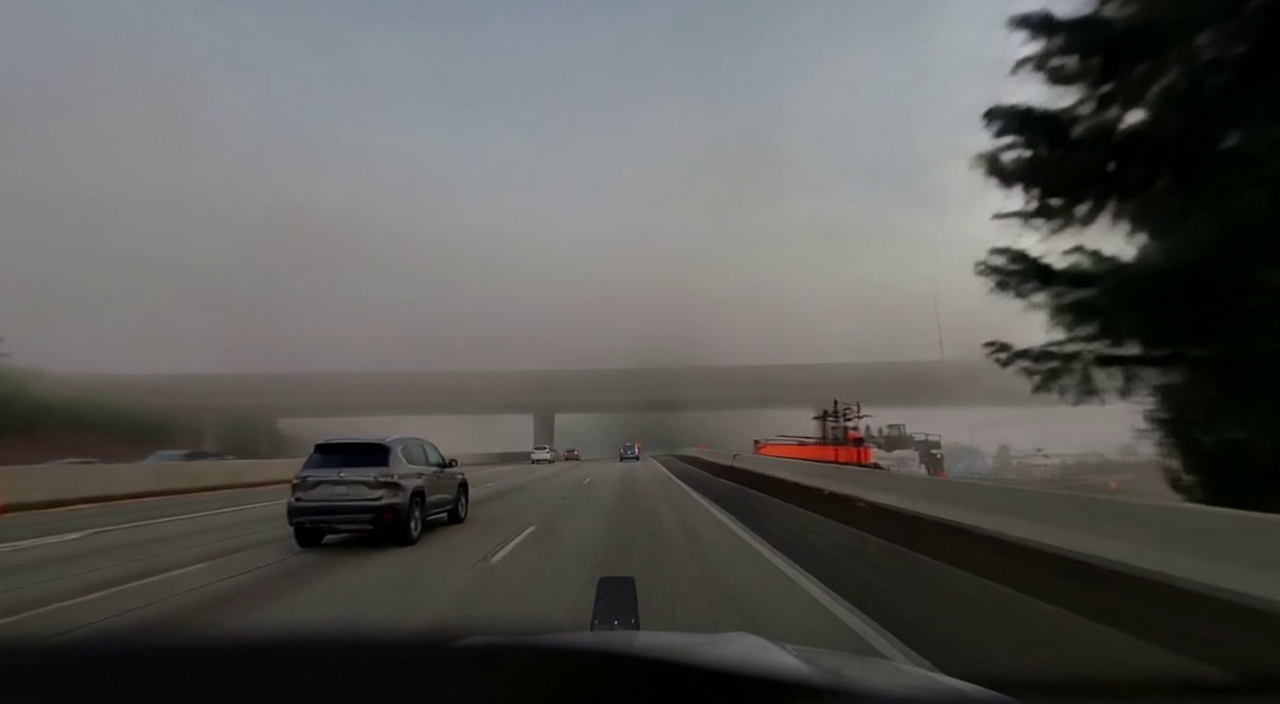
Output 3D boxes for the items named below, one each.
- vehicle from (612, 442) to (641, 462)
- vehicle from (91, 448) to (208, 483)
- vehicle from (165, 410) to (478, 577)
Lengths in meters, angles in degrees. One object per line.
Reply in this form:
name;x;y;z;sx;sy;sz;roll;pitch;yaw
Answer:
vehicle;-1.050;7.486;47.378;2.051;1.459;4.092;0;-8;-2
vehicle;-24.829;5.739;32.279;1.957;1.617;5.007;0;-9;0
vehicle;-3.718;1.721;8.454;2.024;1.655;4.192;0;-9;-1
